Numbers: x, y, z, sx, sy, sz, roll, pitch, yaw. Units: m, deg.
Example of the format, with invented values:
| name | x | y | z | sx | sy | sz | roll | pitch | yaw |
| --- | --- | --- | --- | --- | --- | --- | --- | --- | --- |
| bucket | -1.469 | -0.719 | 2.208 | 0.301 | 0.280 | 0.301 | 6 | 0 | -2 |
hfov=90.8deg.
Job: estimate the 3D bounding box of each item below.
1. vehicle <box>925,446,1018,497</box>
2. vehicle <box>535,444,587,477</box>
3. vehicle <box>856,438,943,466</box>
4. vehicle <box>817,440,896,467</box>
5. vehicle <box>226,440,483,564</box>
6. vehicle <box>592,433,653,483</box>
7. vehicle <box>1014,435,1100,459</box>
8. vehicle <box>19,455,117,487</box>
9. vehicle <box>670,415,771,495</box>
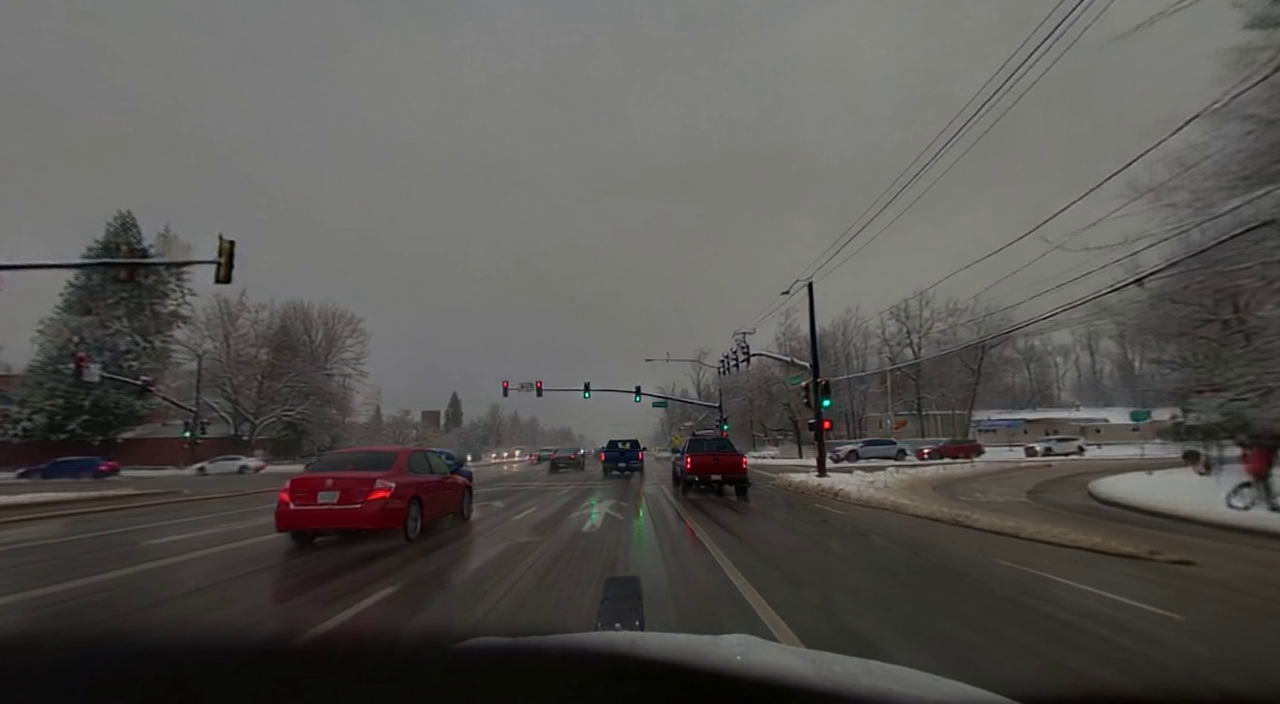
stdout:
| name | x | y | z | sx | sy | sz | roll | pitch | yaw |
| --- | --- | --- | --- | --- | --- | --- | --- | --- | --- |
| vehicle | 10.690 | 3.828 | 20.719 | 2.212 | 1.466 | 4.126 | -4 | -9 | 21 |
| vehicle | -4.394 | 6.124 | 35.855 | 2.273 | 1.749 | 4.385 | 0 | -9 | 1 |
| vehicle | 16.968 | 6.536 | 41.329 | 4.782 | 1.768 | 2.152 | 2 | -9 | -12 |
| vehicle | 14.997 | 7.057 | 43.937 | 4.681 | 1.756 | 2.109 | 2 | -9 | -10 |
| vehicle | -4.075 | 2.186 | 10.066 | 1.939 | 1.494 | 4.499 | 0 | -9 | 1 |
| vehicle | -0.723 | 5.025 | 30.325 | 2.643 | 2.145 | 5.585 | 0 | -9 | 1 |
| vehicle | 30.875 | 7.062 | 46.839 | 4.848 | 1.769 | 2.301 | 2 | -9 | -9 |
| vehicle | -33.395 | 6.884 | 36.900 | 4.471 | 1.721 | 2.184 | -3 | -9 | 19 |
| vehicle | 2.852 | 3.968 | 24.593 | 2.905 | 2.636 | 6.895 | 0 | -9 | -1 |
